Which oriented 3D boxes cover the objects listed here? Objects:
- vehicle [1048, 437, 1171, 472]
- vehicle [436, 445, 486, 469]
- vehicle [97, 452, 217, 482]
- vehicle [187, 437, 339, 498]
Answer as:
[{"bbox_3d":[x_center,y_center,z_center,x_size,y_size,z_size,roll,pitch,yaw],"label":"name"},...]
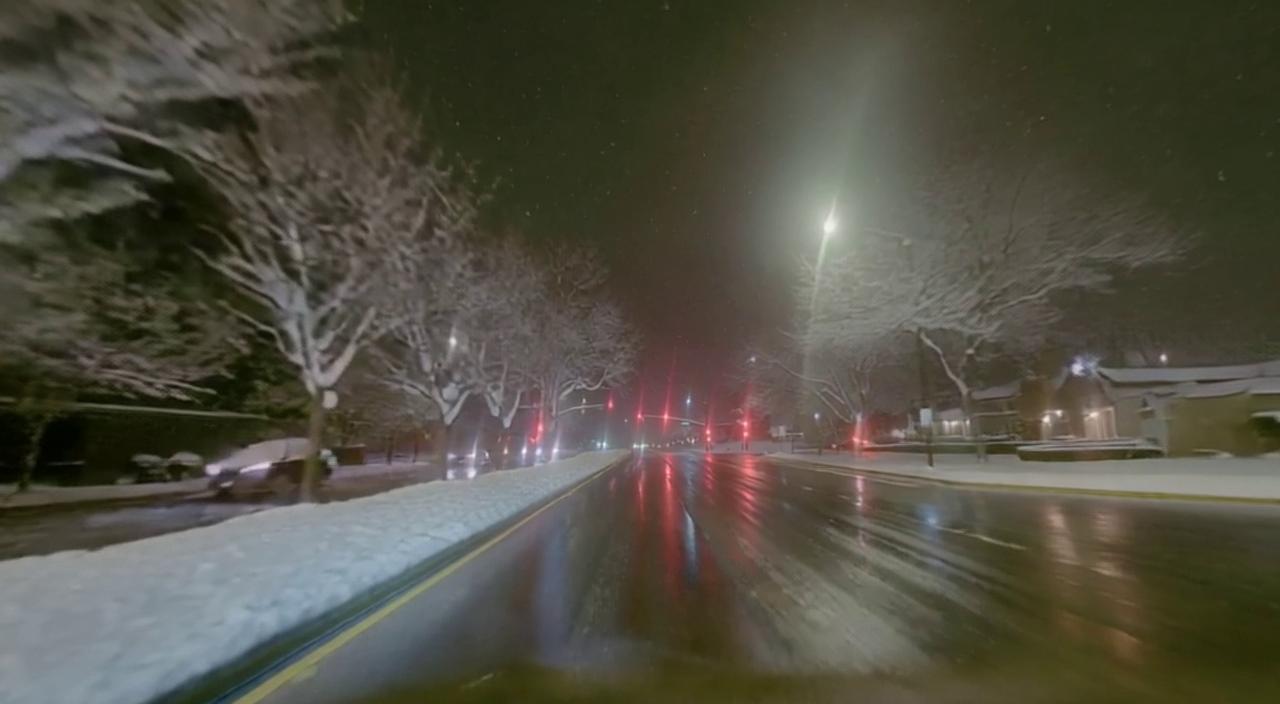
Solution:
[{"bbox_3d":[21.515,4.701,29.003,4.176,1.490,1.871,0,-8,-3],"label":"vehicle"},{"bbox_3d":[-11.365,6.679,40.276,1.816,1.457,4.386,0,-8,1],"label":"vehicle"},{"bbox_3d":[-25.212,6.002,33.036,4.663,1.464,1.906,0,-8,-1],"label":"vehicle"},{"bbox_3d":[-12.097,3.701,20.704,2.056,1.763,4.629,0,-8,1],"label":"vehicle"}]
